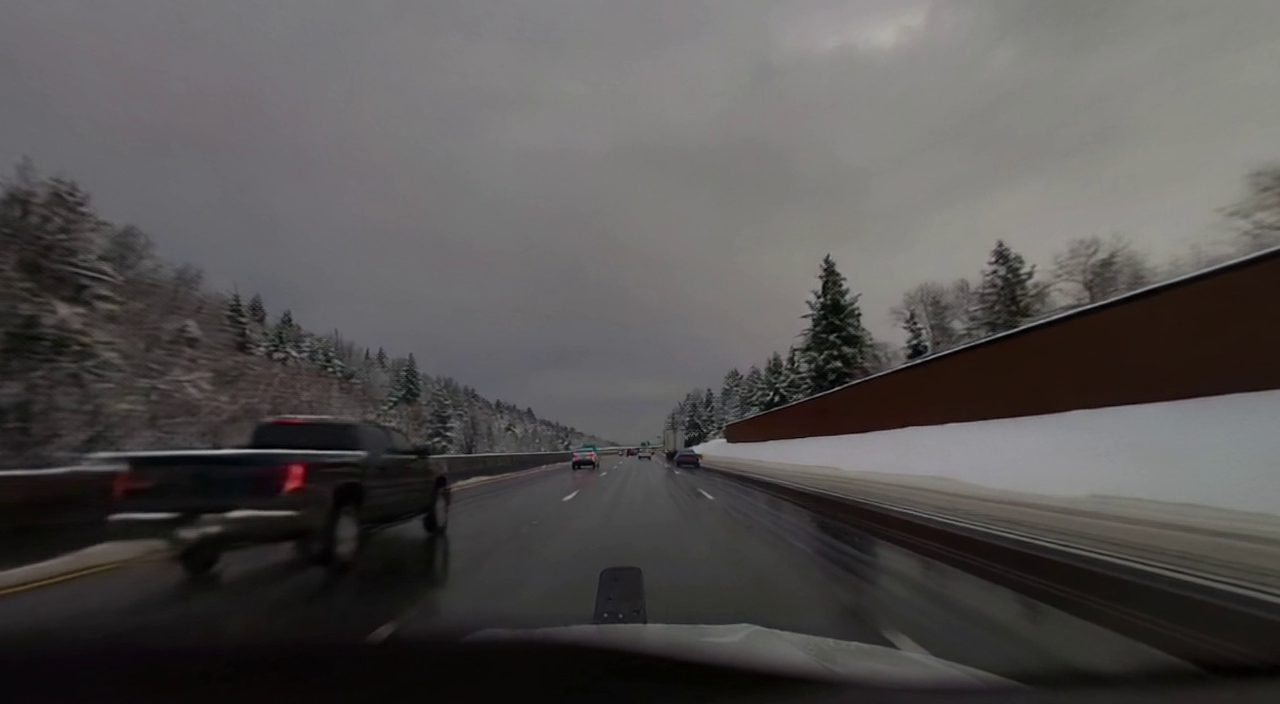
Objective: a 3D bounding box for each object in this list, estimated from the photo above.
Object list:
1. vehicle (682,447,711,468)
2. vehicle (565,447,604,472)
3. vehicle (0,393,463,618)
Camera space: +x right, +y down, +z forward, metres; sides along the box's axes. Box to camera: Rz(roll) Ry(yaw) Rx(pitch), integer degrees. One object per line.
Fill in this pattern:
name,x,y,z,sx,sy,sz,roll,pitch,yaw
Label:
vehicle,4.354,8.212,49.281,1.873,1.529,3.953,0,-9,0
vehicle,-3.713,7.241,42.735,2.129,1.559,5.272,0,-9,0
vehicle,-3.982,1.573,7.516,2.138,1.720,5.186,0,-9,1
